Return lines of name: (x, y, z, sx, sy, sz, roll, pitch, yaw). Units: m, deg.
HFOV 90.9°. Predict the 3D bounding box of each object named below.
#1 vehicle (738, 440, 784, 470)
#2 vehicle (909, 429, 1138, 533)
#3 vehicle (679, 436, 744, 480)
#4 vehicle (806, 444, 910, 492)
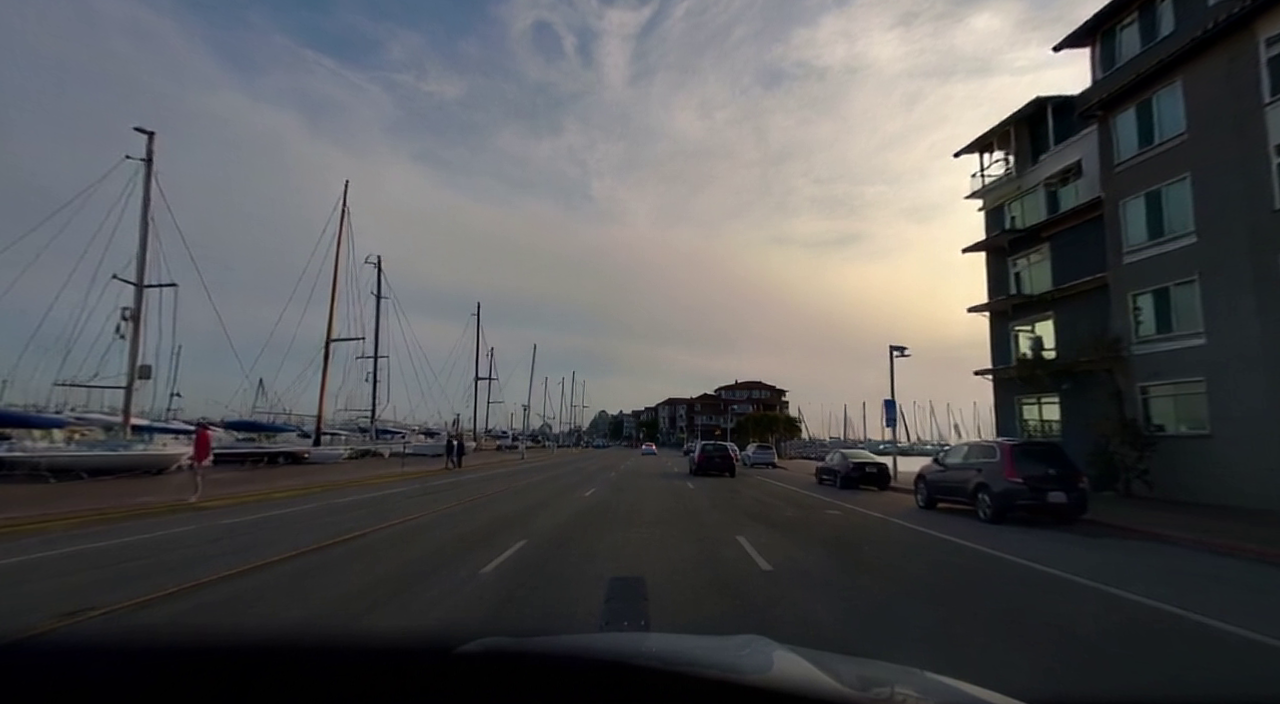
vehicle: (7.600, 6.532, 40.107, 2.029, 1.750, 4.825, 0, -9, 1)
vehicle: (7.442, 2.525, 12.948, 1.901, 1.726, 4.517, 0, -9, 1)
vehicle: (2.809, 4.284, 25.653, 2.047, 1.640, 4.051, 0, -9, -1)
vehicle: (7.571, 4.068, 22.446, 2.112, 1.514, 4.371, 0, -9, 0)
